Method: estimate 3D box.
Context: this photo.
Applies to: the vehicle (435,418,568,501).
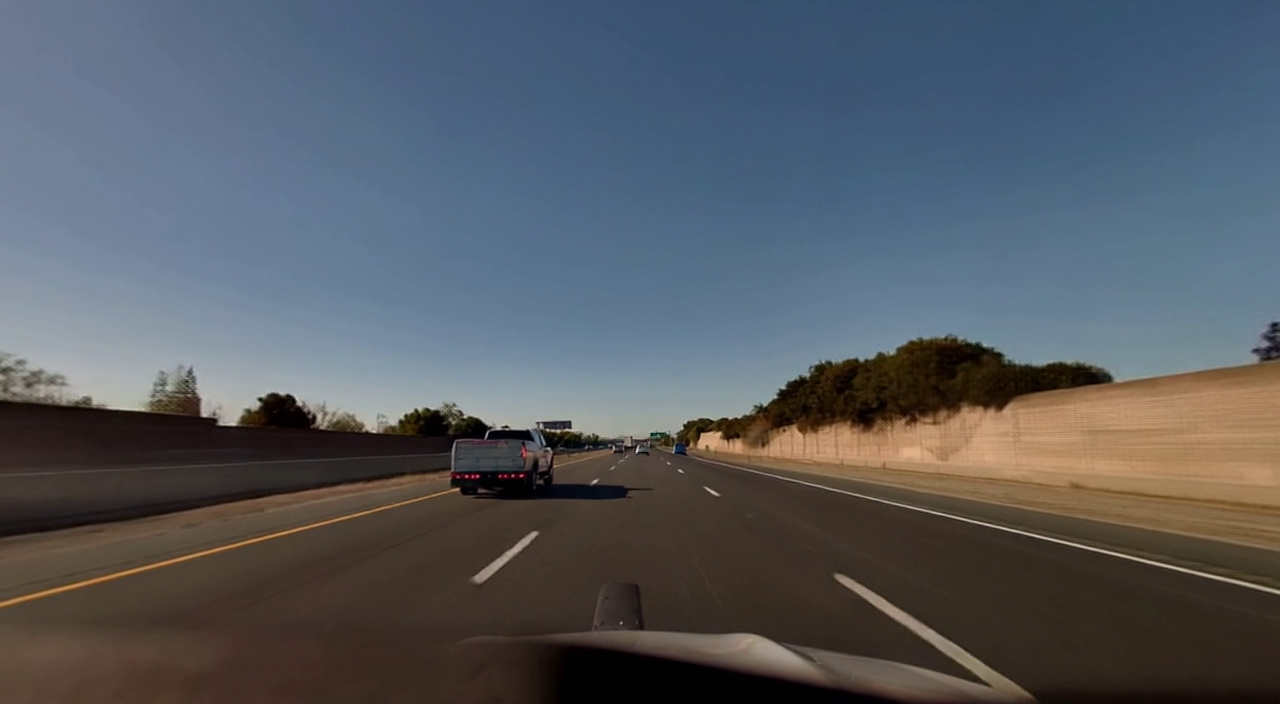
[{"bbox_3d":[-3.551,2.904,17.505,2.379,1.918,5.504,0,-8,1],"label":"vehicle"}]
